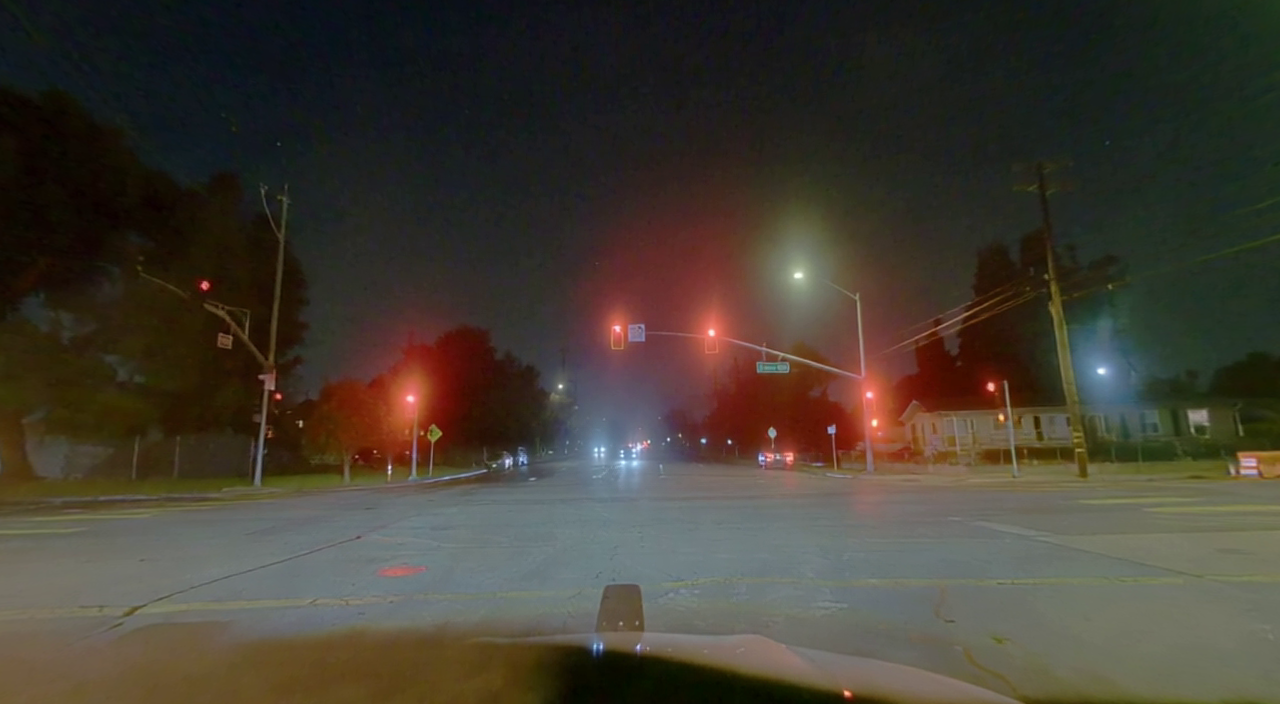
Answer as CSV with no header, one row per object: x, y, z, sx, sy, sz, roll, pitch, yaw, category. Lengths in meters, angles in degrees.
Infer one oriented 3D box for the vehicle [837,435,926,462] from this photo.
15.347,6.175,40.344,4.892,1.656,1.856,0,-8,0,vehicle

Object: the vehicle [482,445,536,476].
-6.629,5.533,32.398,1.881,1.452,4.121,0,-8,0,vehicle

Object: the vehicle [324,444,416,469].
-16.420,6.374,38.593,4.713,1.409,1.918,0,-8,-2,vehicle
